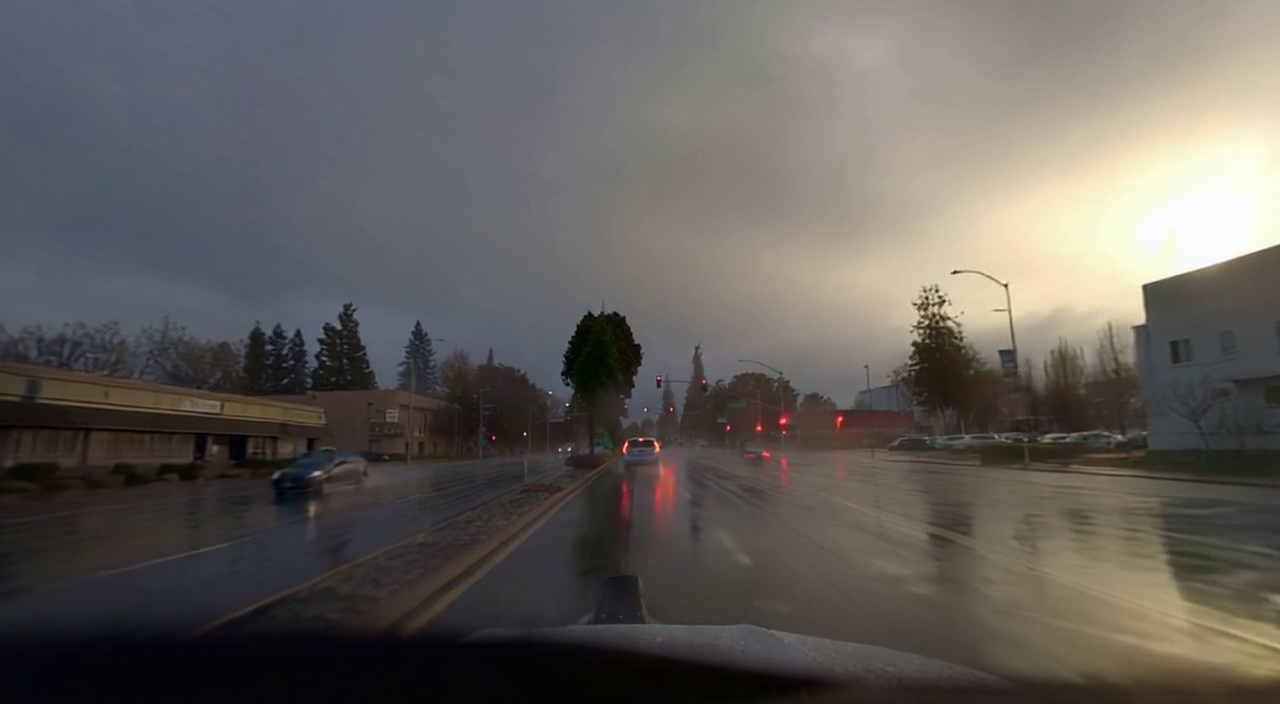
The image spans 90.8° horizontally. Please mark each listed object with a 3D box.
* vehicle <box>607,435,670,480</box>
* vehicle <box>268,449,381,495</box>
[{"bbox_3d":[-0.053,3.764,22.774,2.064,1.477,3.968,0,-8,0],"label":"vehicle"},{"bbox_3d":[-11.341,4.310,23.090,1.907,1.485,4.293,0,-8,0],"label":"vehicle"}]
